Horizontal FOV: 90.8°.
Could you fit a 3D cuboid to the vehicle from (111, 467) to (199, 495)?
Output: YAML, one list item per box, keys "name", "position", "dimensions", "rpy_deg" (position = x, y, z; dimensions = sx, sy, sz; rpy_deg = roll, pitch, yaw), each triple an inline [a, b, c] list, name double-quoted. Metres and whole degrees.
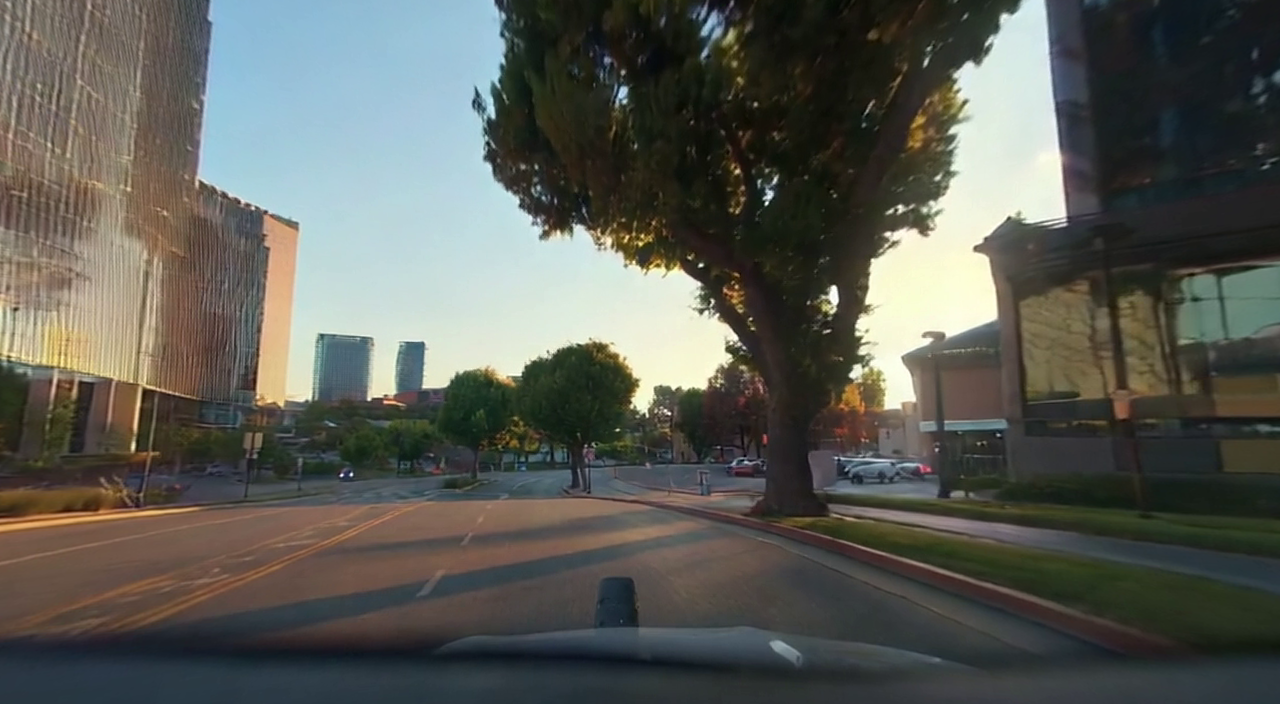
- name: "vehicle"
  position: [-33.525, 8.913, 43.694]
  dimensions: [4.473, 1.778, 2.125]
  rpy_deg: [-1, -9, 7]
